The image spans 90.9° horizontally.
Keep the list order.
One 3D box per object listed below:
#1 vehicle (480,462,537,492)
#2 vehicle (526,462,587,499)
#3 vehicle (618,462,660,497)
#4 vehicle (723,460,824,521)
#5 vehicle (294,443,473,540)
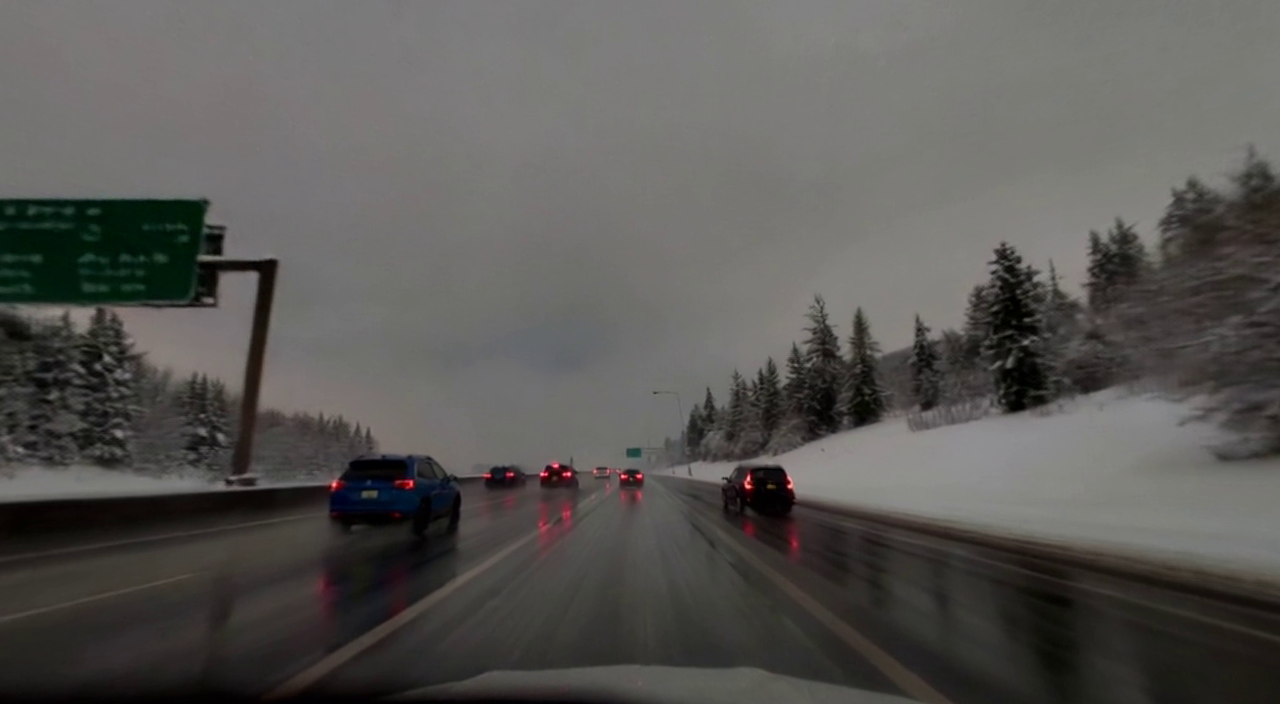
[{"bbox_3d":[-7.368,7.080,35.748,2.142,1.545,4.708,1,-11,1],"label":"vehicle"},{"bbox_3d":[-3.713,5.829,28.806,2.102,1.521,4.687,1,-11,0],"label":"vehicle"},{"bbox_3d":[-0.068,6.467,32.110,1.992,1.601,3.762,1,-11,0],"label":"vehicle"},{"bbox_3d":[3.806,4.037,18.710,1.992,1.557,4.017,1,-11,-2],"label":"vehicle"},{"bbox_3d":[-5.228,2.942,13.668,2.069,1.699,4.452,1,-11,-1],"label":"vehicle"}]
